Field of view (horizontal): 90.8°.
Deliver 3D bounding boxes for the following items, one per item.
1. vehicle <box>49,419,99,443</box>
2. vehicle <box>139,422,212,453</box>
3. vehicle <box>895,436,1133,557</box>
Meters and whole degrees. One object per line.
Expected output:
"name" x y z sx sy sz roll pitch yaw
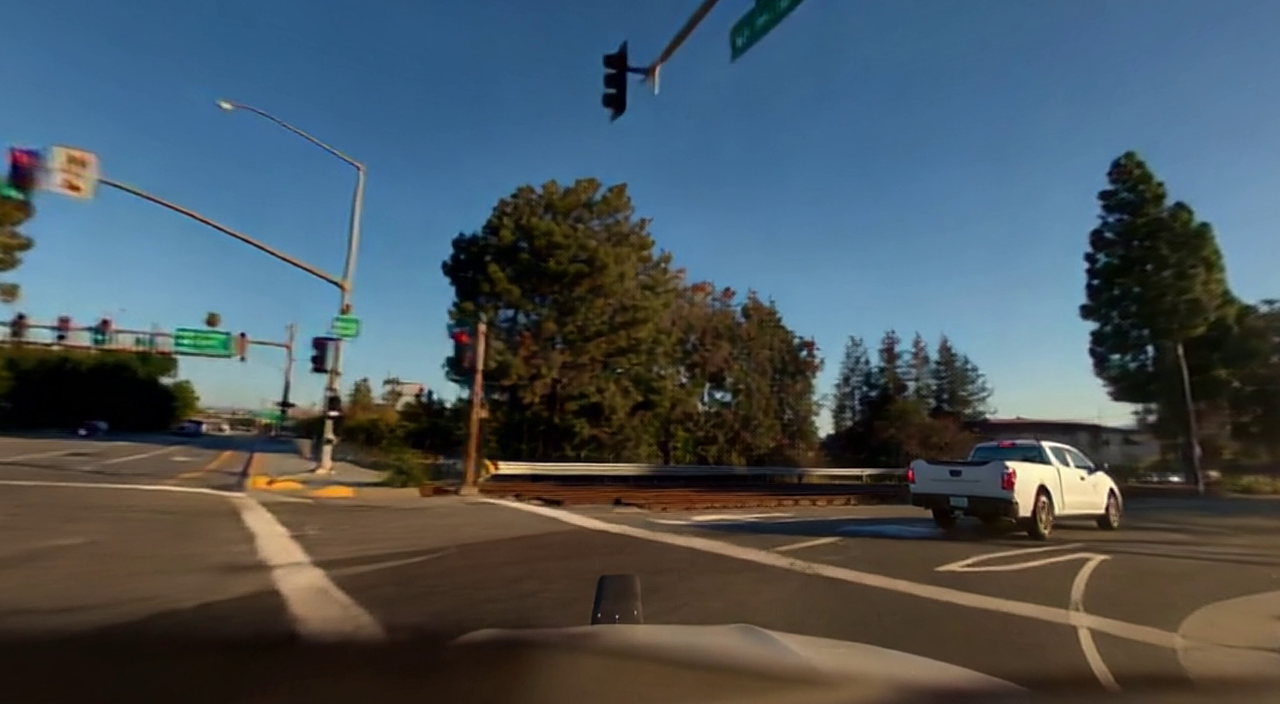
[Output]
"vehicle" -44.142 6.216 49.361 1.913 1.675 4.418 5 -11 -29
"vehicle" -24.566 4.596 33.610 2.004 1.482 4.799 4 -10 -24
"vehicle" 7.745 2.768 12.885 5.251 1.926 2.404 8 -12 -39
